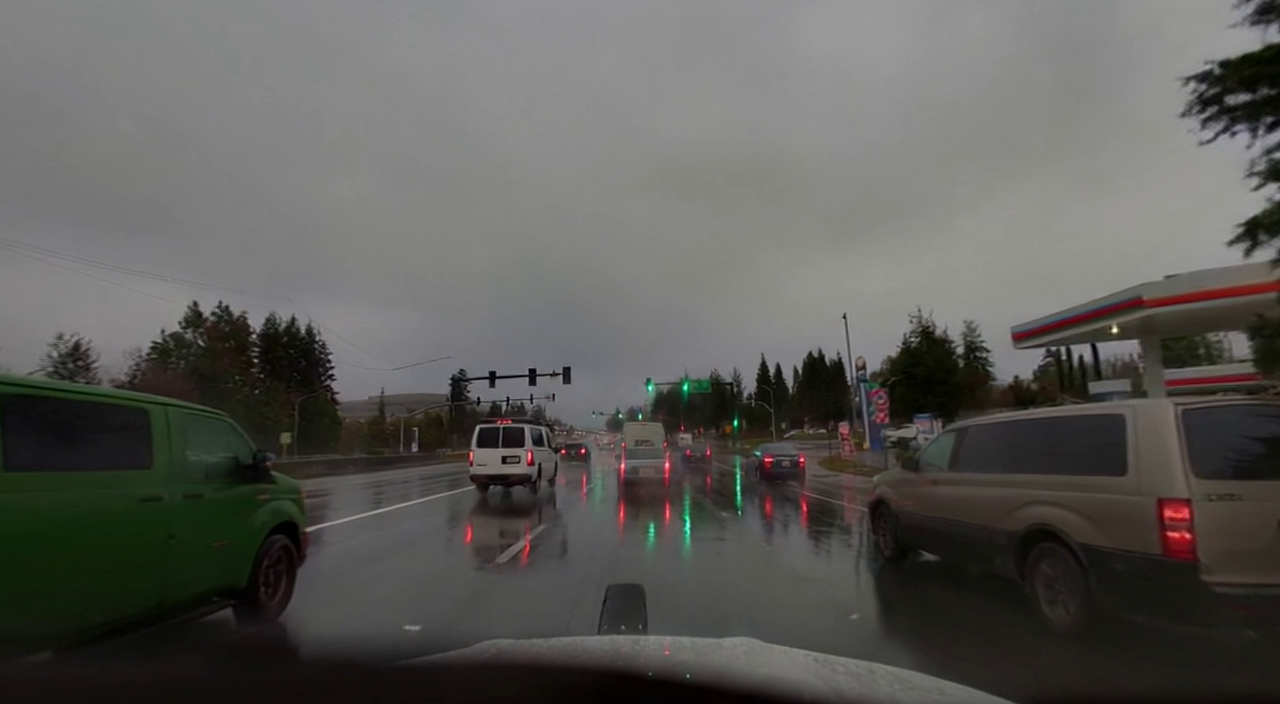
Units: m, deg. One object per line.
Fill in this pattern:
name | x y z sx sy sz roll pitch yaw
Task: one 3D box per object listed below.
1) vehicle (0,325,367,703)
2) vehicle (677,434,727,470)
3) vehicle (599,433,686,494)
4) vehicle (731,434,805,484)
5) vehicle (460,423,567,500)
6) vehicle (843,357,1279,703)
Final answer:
vehicle | -3.495 0.850 2.955 2.002 1.747 5.173 0 -8 1
vehicle | 3.298 5.423 34.338 2.193 1.795 5.130 0 -8 0
vehicle | 0.062 3.541 20.466 2.426 1.703 5.602 0 -8 0
vehicle | 4.749 4.040 23.993 2.119 1.696 4.623 -1 -8 4
vehicle | -3.505 3.151 18.477 2.025 1.936 4.995 0 -8 1
vehicle | 3.644 1.262 5.520 2.055 1.786 4.817 0 -8 0
